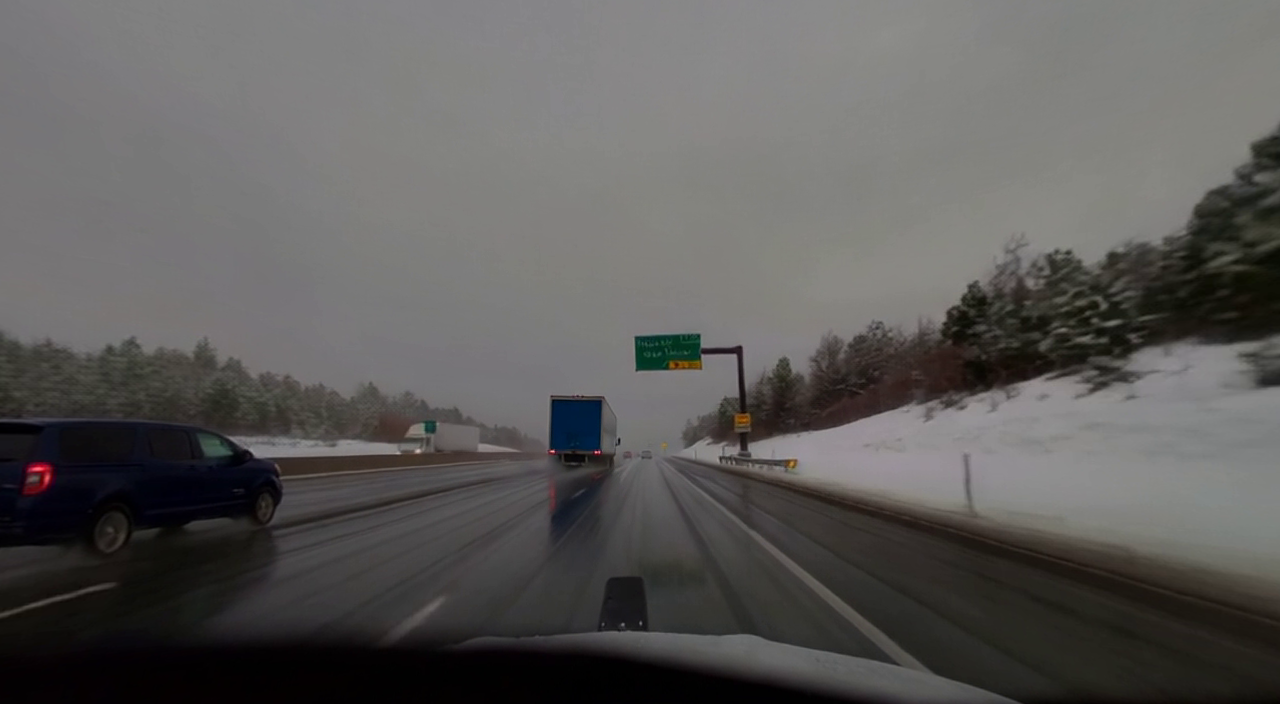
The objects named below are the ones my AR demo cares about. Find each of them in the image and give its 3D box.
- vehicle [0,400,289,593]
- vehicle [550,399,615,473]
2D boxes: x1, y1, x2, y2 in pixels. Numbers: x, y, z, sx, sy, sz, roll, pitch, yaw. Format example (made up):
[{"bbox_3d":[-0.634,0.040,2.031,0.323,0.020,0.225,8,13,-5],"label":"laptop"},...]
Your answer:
[{"bbox_3d":[-7.327,1.746,8.483,2.175,1.860,5.236,0,-8,0],"label":"vehicle"},{"bbox_3d":[-3.474,5.745,42.664,2.893,4.073,15.281,0,-8,0],"label":"vehicle"}]
